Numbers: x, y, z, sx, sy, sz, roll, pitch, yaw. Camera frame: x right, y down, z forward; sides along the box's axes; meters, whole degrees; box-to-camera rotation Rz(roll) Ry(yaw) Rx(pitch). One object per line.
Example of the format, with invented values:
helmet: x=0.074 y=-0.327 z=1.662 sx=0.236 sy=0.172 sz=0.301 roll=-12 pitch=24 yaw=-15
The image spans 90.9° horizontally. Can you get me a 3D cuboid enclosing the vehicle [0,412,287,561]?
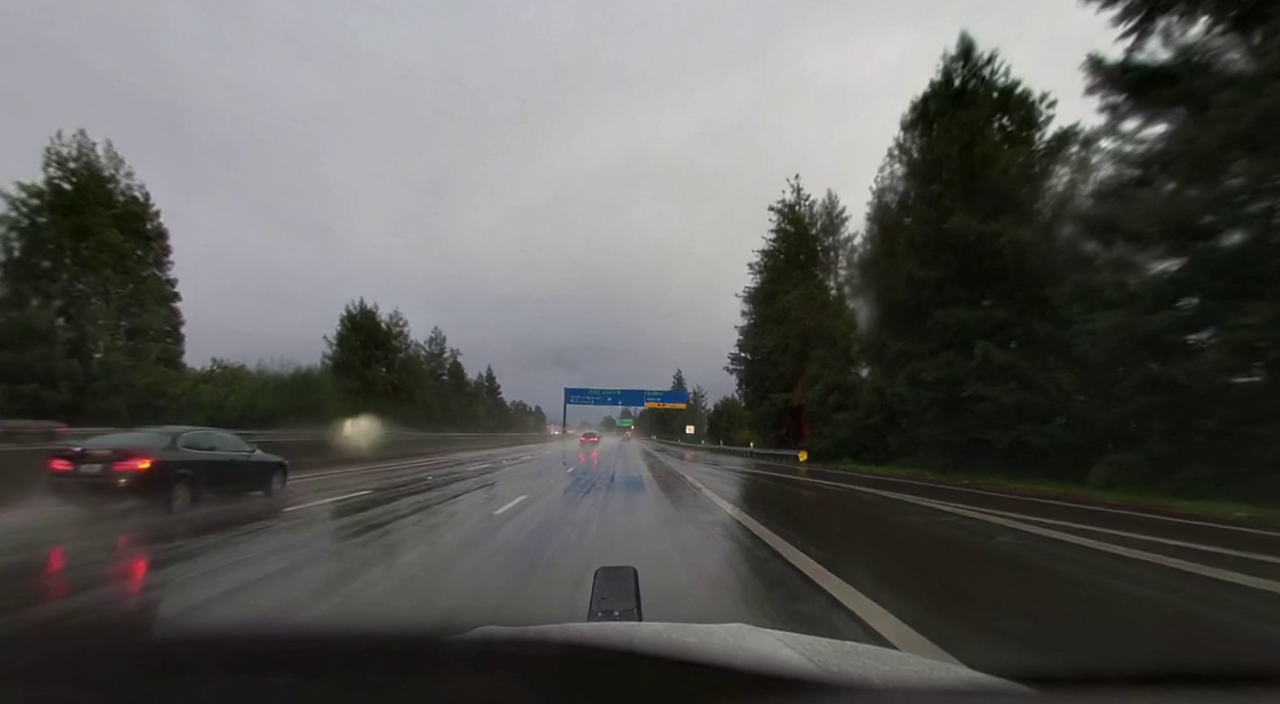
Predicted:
vehicle: x=-7.792 y=1.775 z=9.356 sx=2.092 sy=1.574 sz=5.251 roll=0 pitch=-7 yaw=-1
